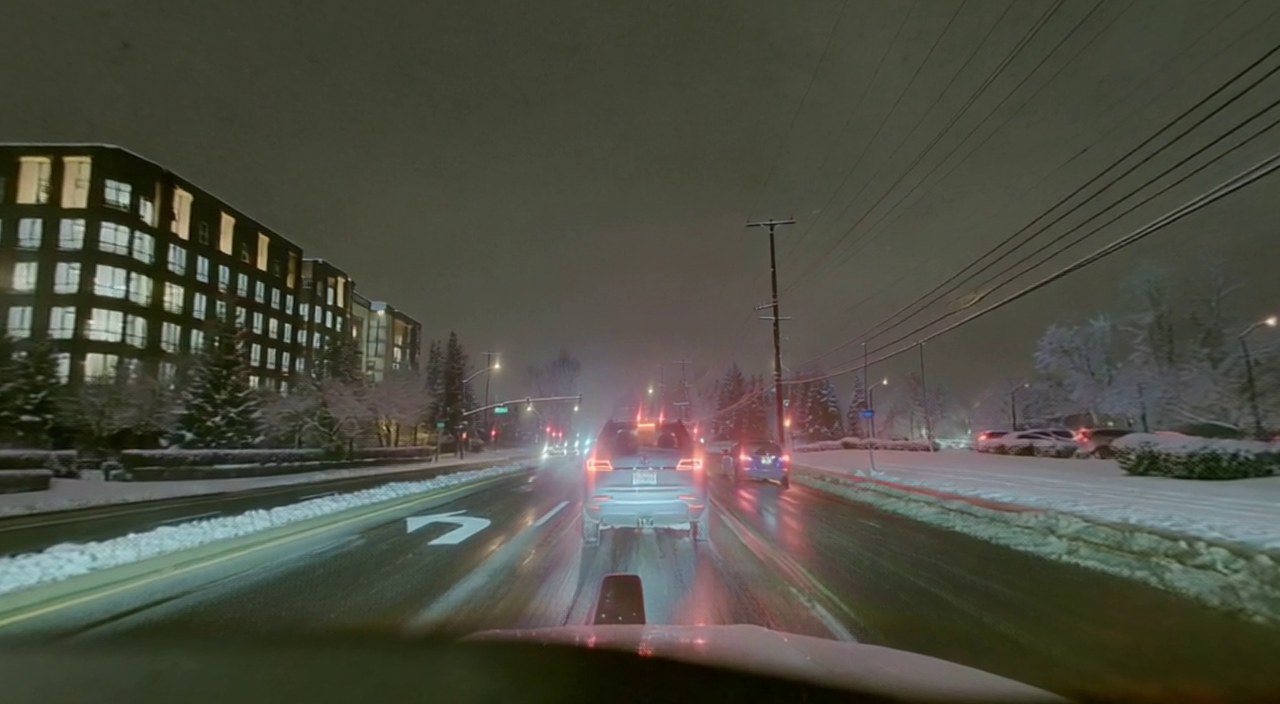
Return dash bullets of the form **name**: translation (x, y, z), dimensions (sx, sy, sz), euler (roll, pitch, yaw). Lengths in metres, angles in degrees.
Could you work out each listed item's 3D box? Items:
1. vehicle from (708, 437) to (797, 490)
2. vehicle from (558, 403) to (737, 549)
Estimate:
- **vehicle**: translation (3.394, 3.481, 20.035), dimensions (1.990, 1.482, 4.575), euler (0, -9, 0)
- **vehicle**: translation (0.096, 1.852, 10.011), dimensions (2.189, 1.776, 4.342), euler (0, -9, 0)
